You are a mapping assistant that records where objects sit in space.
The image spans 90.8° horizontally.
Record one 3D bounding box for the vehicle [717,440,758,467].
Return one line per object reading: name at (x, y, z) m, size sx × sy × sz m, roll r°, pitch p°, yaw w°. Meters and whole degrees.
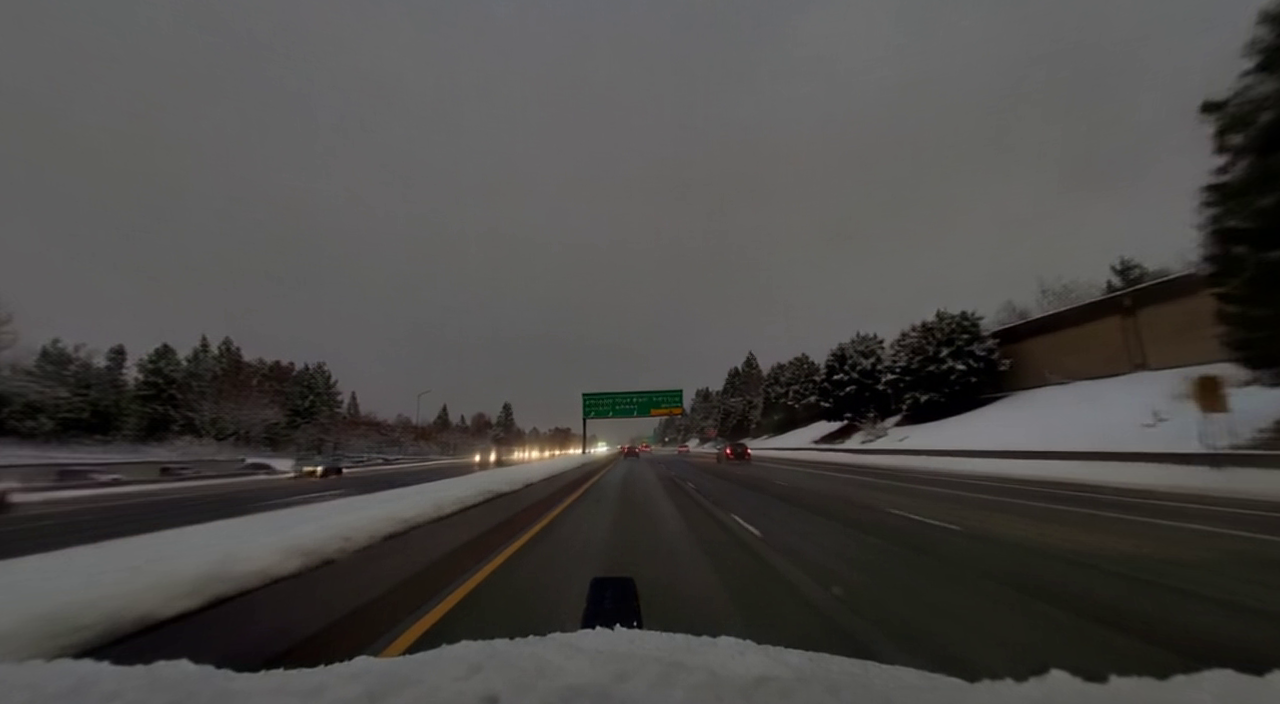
vehicle at (6.556, 6.899, 42.995) m, size 2.030 × 1.706 × 4.279 m, roll 0°, pitch -9°, yaw -1°
